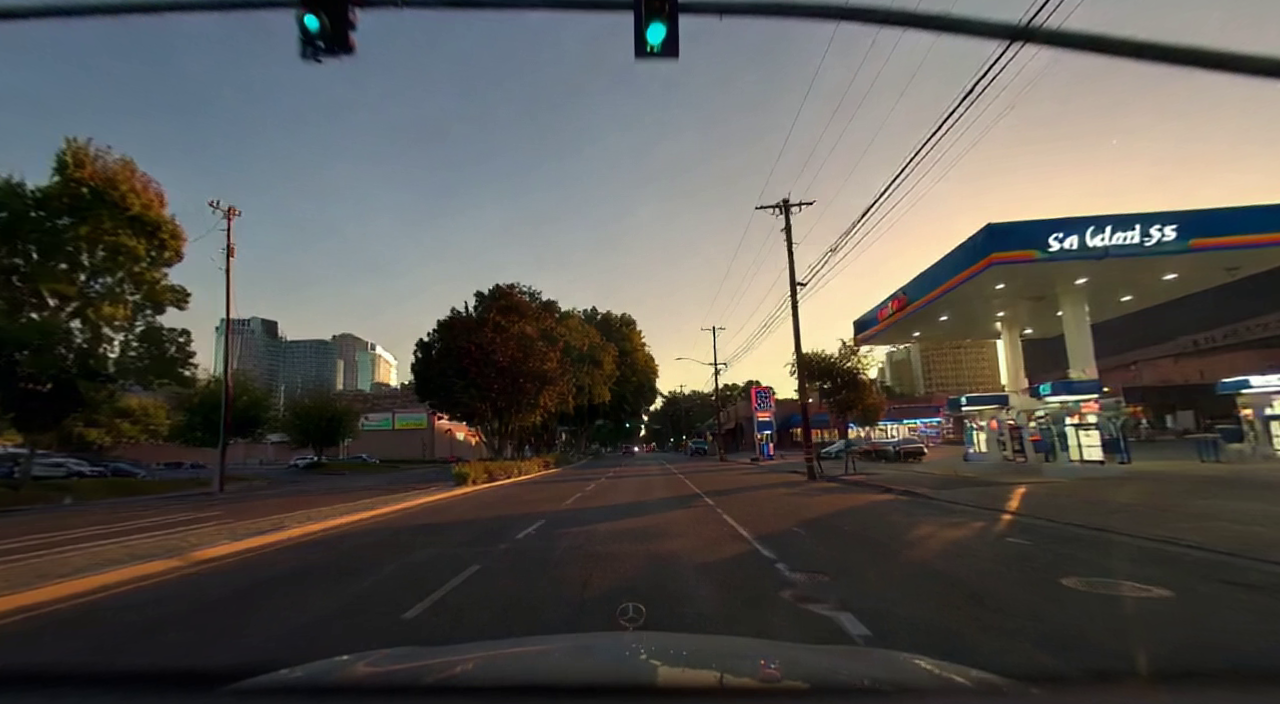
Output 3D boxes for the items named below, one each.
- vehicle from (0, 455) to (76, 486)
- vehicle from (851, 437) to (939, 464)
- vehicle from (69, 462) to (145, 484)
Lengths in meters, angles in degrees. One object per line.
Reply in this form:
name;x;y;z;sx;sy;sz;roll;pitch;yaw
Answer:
vehicle;-44.876;8.700;46.544;1.967;1.945;4.695;-4;-8;2
vehicle;15.426;5.952;38.262;4.510;1.517;2.035;1;-9;-12
vehicle;-39.160;8.888;46.421;1.784;1.385;4.365;0;-8;0
